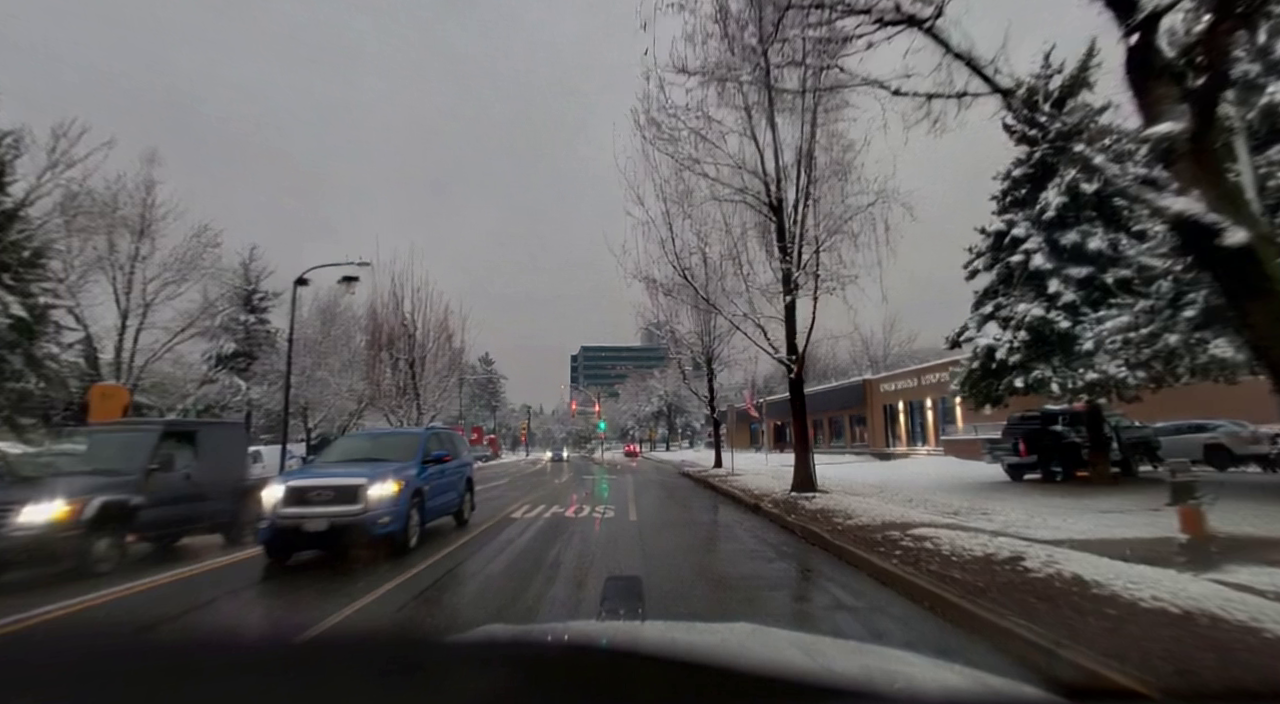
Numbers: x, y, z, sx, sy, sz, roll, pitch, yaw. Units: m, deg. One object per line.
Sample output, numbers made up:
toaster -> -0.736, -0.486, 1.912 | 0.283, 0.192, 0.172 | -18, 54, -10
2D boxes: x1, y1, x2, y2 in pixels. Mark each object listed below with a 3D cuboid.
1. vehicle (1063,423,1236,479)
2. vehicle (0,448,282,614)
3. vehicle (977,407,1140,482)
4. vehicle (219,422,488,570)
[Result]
vehicle -> 15.300, 3.012, 19.320 | 1.989, 1.530, 4.014 | 0, -8, 2
vehicle -> -7.242, 2.113, 8.549 | 2.150, 1.598, 4.587 | 0, -8, -1
vehicle -> 12.690, 2.878, 19.609 | 2.112, 2.050, 4.327 | 0, -8, 2
vehicle -> -3.886, 2.009, 9.633 | 2.136, 1.704, 4.349 | 0, -8, -2
